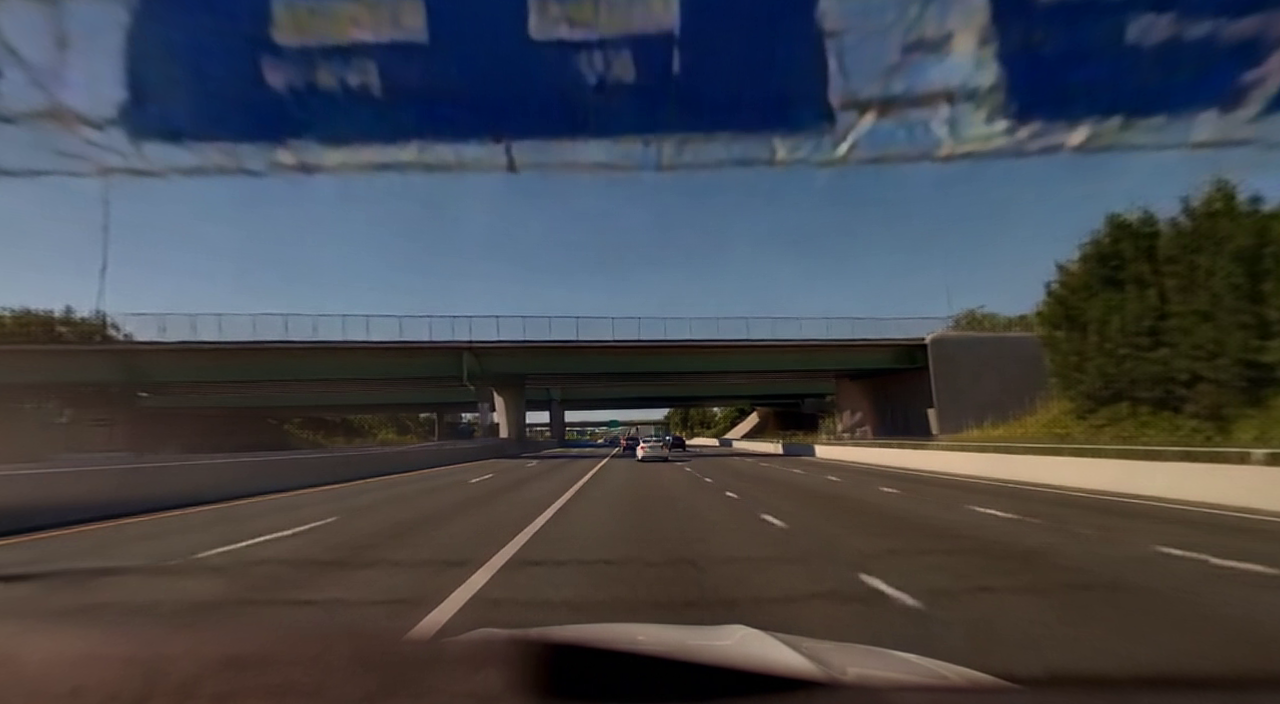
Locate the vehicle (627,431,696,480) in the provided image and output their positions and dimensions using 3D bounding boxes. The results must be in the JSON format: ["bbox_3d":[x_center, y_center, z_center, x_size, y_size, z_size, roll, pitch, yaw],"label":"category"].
[{"bbox_3d":[0.592,3.373,20.873,2.046,1.467,3.844,0,-8,-2],"label":"vehicle"}]
